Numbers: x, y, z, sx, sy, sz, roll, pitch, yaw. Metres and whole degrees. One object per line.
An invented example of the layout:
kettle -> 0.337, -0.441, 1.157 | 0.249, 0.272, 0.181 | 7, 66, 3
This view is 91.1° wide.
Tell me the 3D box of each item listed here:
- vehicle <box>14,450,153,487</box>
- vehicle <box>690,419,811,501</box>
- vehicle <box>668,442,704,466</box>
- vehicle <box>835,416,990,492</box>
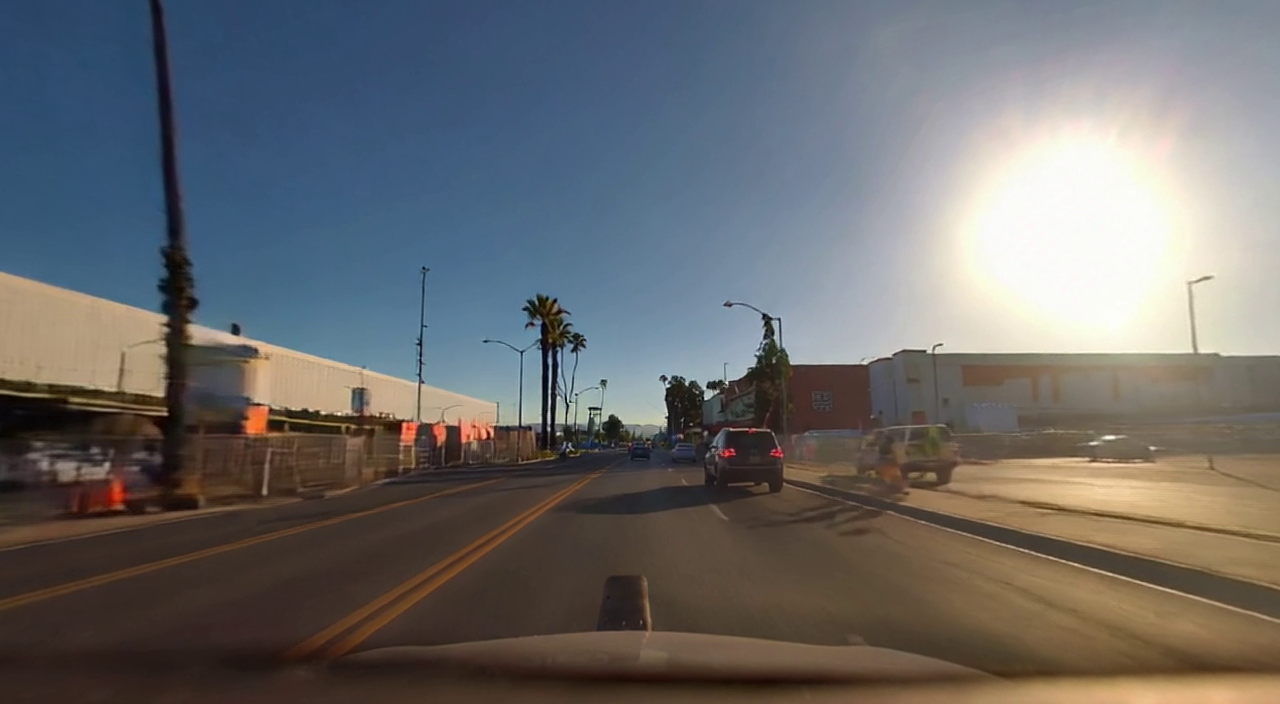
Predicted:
vehicle -> -24.865, 5.196, 28.355 | 1.911, 1.489, 4.779 | 0, -8, 0
vehicle -> 2.892, 3.020, 18.005 | 2.386, 1.970, 5.665 | 0, -8, -1
vehicle -> 3.126, 7.081, 43.861 | 2.148, 1.562, 4.642 | 0, -8, 0
vehicle -> 10.798, 4.132, 25.984 | 2.799, 2.593, 7.710 | 0, -8, -1
